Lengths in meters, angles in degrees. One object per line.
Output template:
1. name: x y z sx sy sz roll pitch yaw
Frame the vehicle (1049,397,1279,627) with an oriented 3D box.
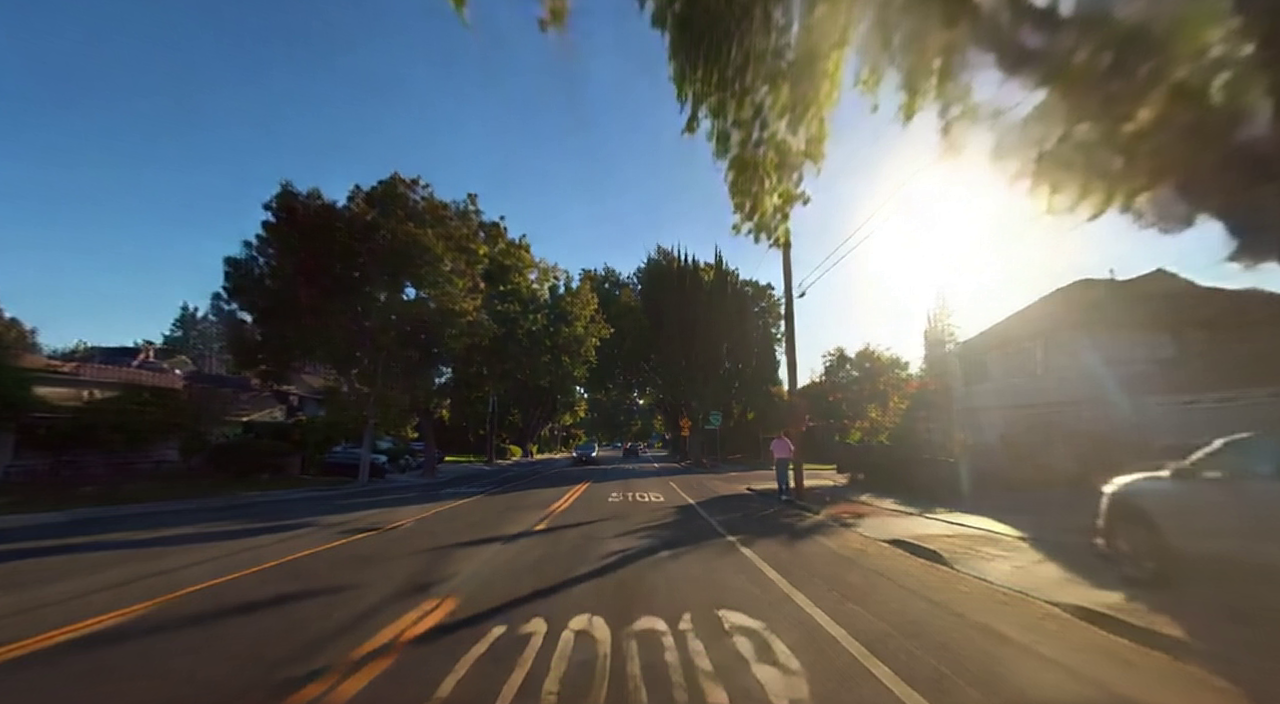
1. vehicle: 5.856 1.238 4.978 2.096 1.713 4.606 0 -9 0

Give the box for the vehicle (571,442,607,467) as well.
1. vehicle: -3.833 7.795 48.101 2.267 1.768 4.911 0 -9 1
